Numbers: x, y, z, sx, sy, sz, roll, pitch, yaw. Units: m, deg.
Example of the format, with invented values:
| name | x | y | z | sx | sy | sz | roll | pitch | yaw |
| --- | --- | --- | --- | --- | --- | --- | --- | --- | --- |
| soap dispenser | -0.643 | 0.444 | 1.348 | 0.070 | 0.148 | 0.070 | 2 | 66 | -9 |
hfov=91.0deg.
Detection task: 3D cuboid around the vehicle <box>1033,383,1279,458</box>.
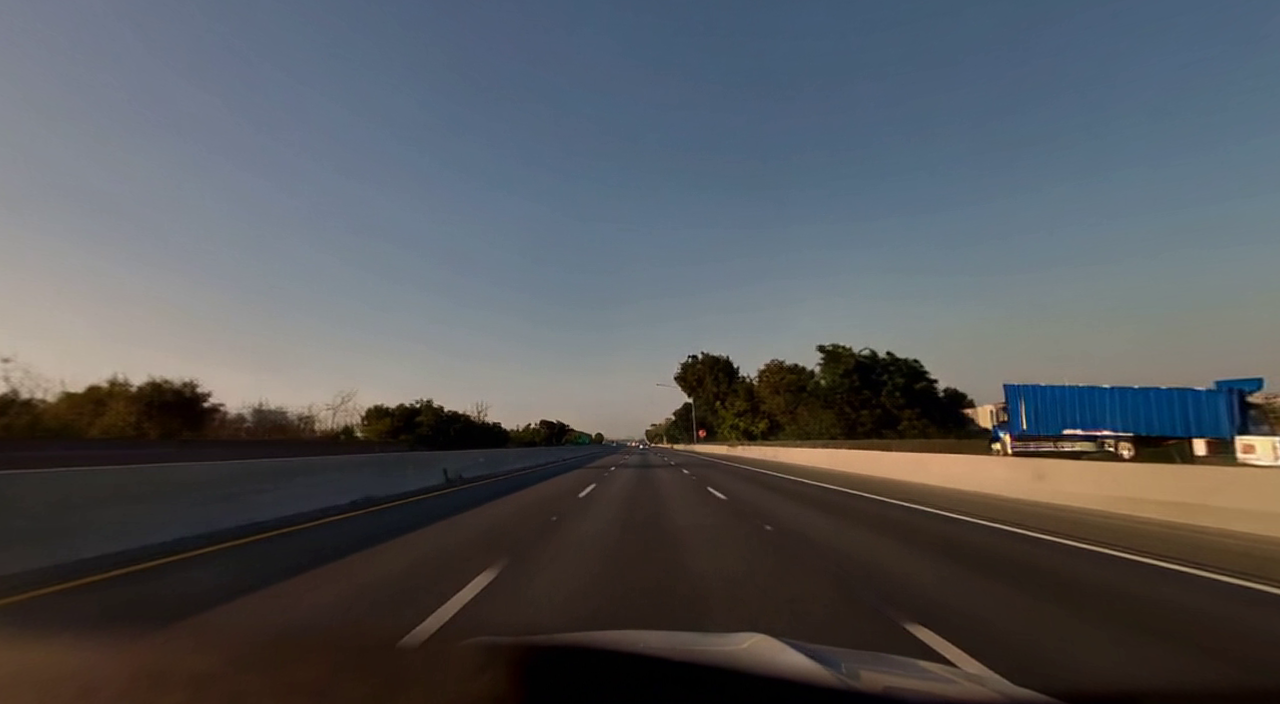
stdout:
| name | x | y | z | sx | sy | sz | roll | pitch | yaw |
| --- | --- | --- | --- | --- | --- | --- | --- | --- | --- |
| vehicle | 32.779 | 4.349 | 38.561 | 2.836 | 4.027 | 14.280 | 7 | -11 | -39 |
